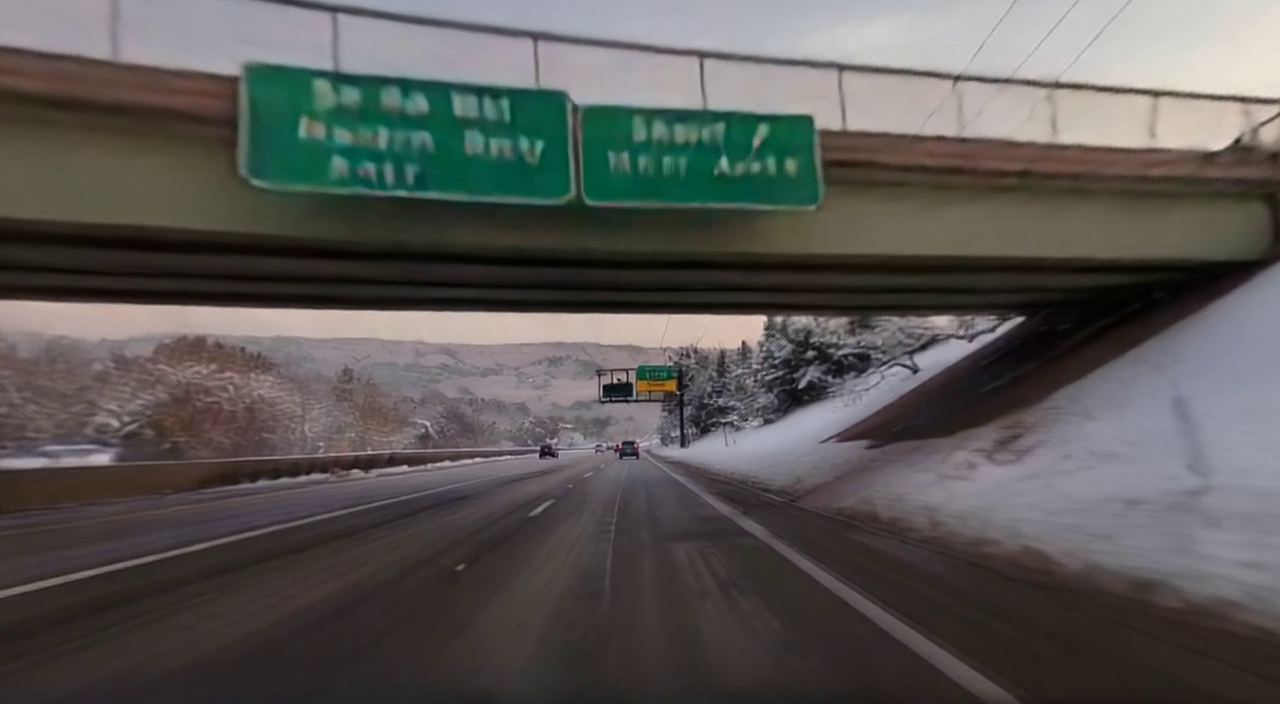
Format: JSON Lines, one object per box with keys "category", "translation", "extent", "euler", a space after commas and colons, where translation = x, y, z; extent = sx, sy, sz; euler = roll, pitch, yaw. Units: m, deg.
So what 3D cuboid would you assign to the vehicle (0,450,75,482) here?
{"category": "vehicle", "translation": [-32.467, 5.901, 32.872], "extent": [1.939, 1.460, 4.471], "euler": [1, -8, 0]}
